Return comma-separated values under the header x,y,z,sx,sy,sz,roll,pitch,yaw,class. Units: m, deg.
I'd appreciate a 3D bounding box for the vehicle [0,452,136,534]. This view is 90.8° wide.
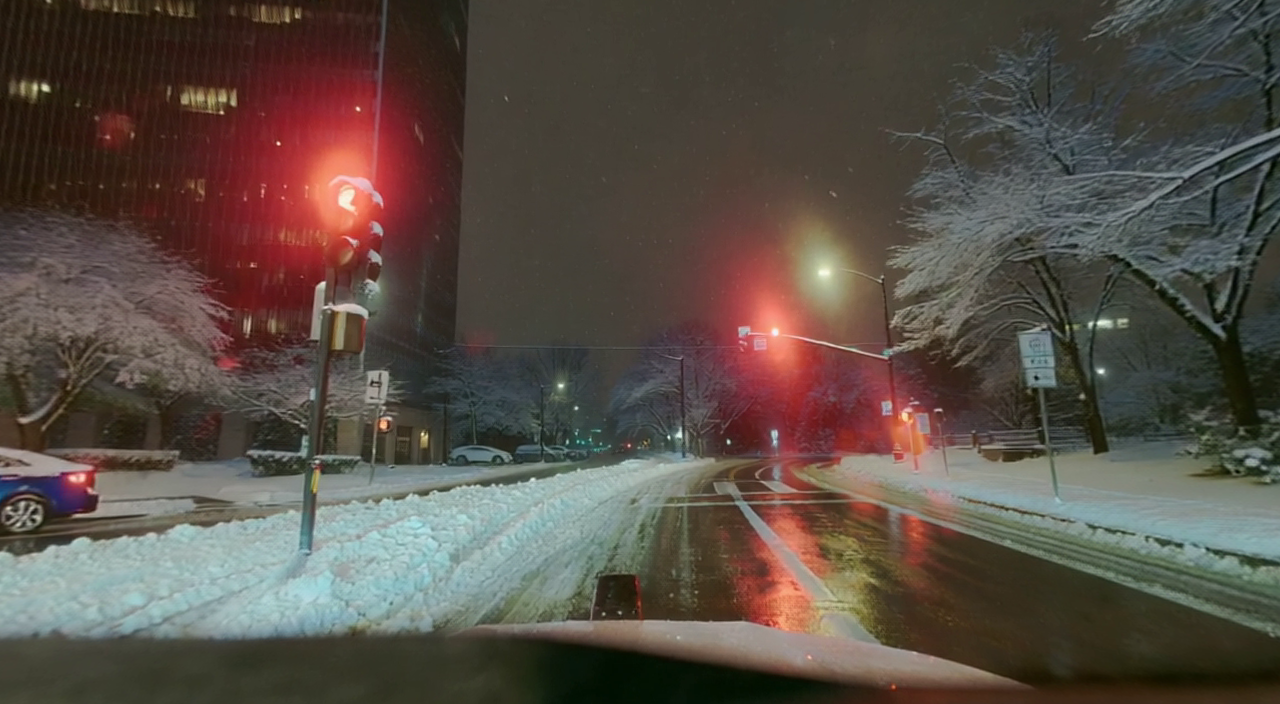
x,y,z,sx,sy,sz,roll,pitch,yaw,class
-12.872,2.717,12.286,4.598,1.490,1.816,7,-11,-40,vehicle

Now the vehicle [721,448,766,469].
x,y,z,sx,sy,sz,roll,pitch,yaw,class
7.860,8.123,48.415,1.829,1.440,4.384,2,-9,-14,vehicle
